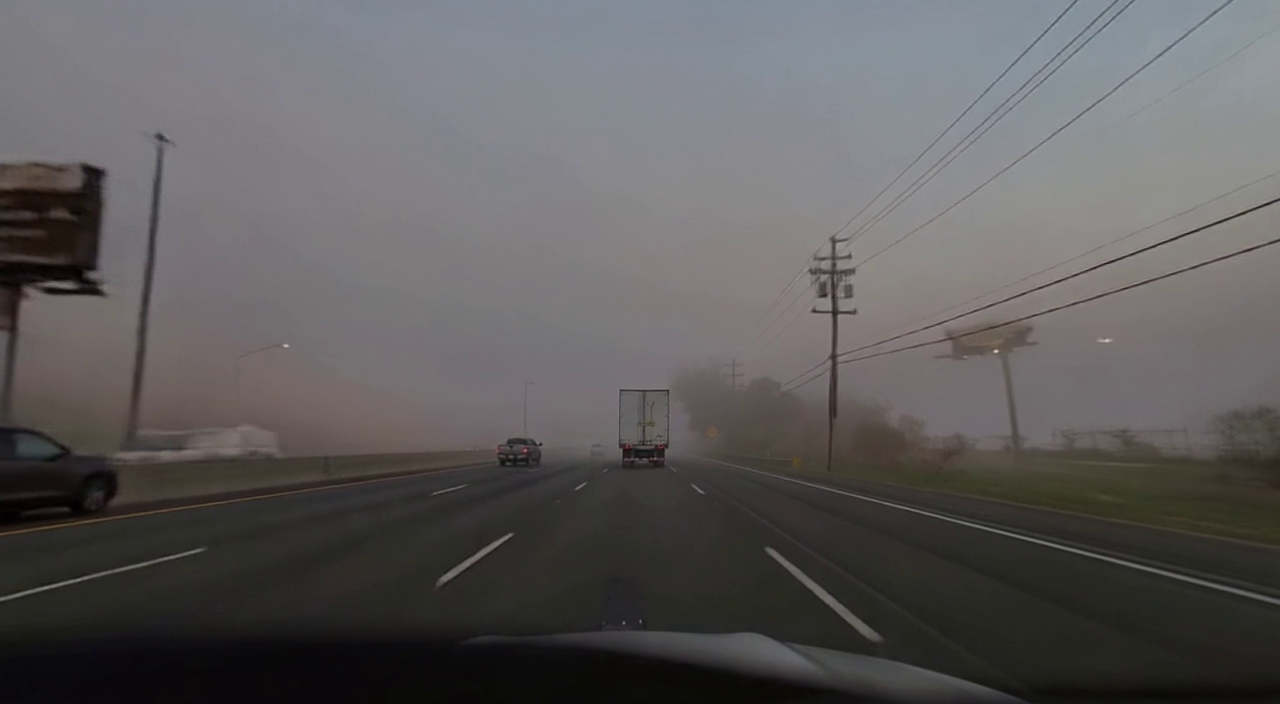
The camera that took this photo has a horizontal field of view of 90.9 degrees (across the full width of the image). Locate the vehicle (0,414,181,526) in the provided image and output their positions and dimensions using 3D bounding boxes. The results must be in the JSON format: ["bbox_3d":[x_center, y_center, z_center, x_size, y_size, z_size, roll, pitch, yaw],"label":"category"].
[{"bbox_3d":[-11.160,2.032,11.102,2.010,1.766,5.365,0,-8,1],"label":"vehicle"}]

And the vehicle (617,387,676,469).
[{"bbox_3d":[0.540,4.519,36.512,2.879,4.027,11.243,-1,-8,2],"label":"vehicle"}]

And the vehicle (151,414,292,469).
[{"bbox_3d":[-21.931,4.806,33.675,2.233,2.573,7.626,0,-8,0],"label":"vehicle"}]

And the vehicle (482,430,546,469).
[{"bbox_3d":[-6.849,5.397,35.011,2.263,1.936,5.802,0,-8,1],"label":"vehicle"}]
